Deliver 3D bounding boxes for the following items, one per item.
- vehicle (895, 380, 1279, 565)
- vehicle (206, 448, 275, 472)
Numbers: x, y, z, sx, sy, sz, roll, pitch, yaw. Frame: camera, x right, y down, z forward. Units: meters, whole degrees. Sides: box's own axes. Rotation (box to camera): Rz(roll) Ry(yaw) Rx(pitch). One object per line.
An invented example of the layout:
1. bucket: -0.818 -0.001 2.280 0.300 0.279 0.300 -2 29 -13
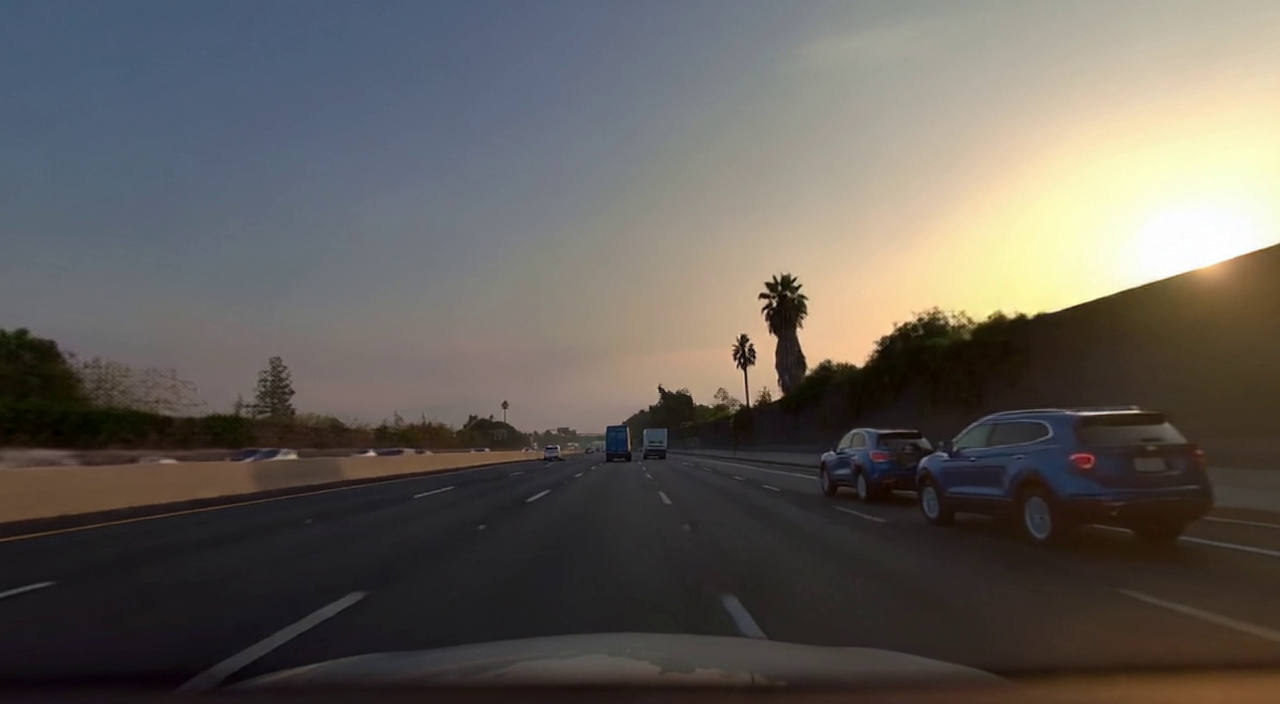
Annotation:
1. vehicle: 6.436 1.803 10.180 2.408 2.210 4.999 0 -8 -2
2. vehicle: -26.251 7.075 41.613 2.023 1.493 3.907 0 -8 -2
